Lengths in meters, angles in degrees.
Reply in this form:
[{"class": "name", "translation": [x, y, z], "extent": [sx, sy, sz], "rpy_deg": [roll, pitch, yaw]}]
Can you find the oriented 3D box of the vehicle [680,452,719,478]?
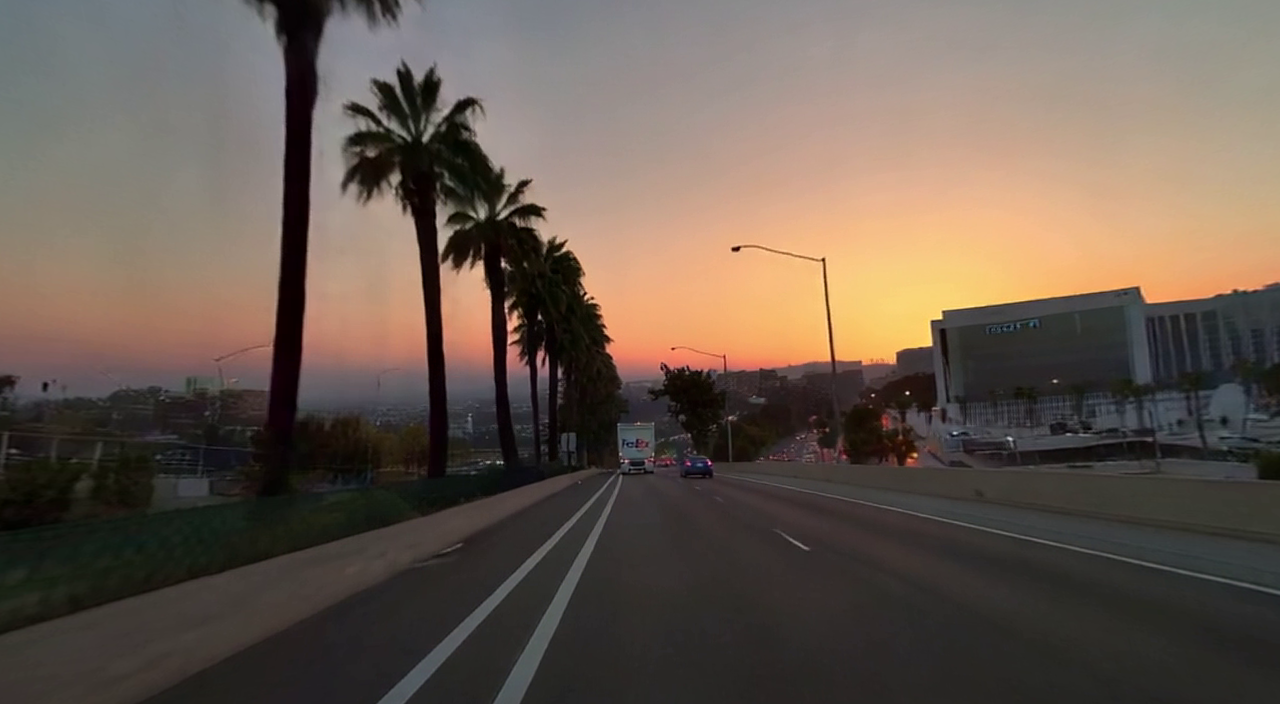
[{"class": "vehicle", "translation": [3.759, 7.168, 40.293], "extent": [1.966, 1.558, 4.238], "rpy_deg": [0, -9, -2]}]
